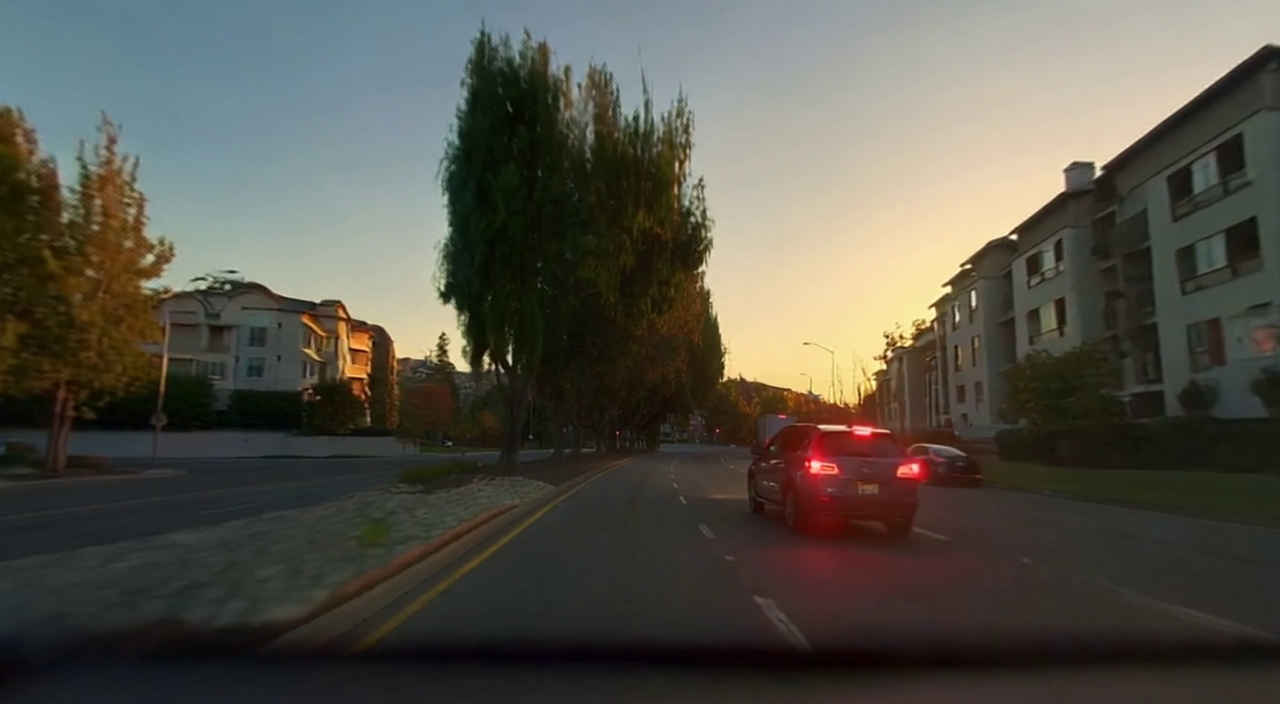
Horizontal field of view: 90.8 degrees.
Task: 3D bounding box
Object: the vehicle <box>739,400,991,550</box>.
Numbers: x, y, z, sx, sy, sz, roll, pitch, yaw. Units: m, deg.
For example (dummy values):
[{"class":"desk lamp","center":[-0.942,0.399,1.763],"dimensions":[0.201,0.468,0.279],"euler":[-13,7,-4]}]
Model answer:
[{"class":"vehicle","center":[3.103,1.843,10.042],"dimensions":[2.215,1.812,4.569],"euler":[0,-9,-1]}]
